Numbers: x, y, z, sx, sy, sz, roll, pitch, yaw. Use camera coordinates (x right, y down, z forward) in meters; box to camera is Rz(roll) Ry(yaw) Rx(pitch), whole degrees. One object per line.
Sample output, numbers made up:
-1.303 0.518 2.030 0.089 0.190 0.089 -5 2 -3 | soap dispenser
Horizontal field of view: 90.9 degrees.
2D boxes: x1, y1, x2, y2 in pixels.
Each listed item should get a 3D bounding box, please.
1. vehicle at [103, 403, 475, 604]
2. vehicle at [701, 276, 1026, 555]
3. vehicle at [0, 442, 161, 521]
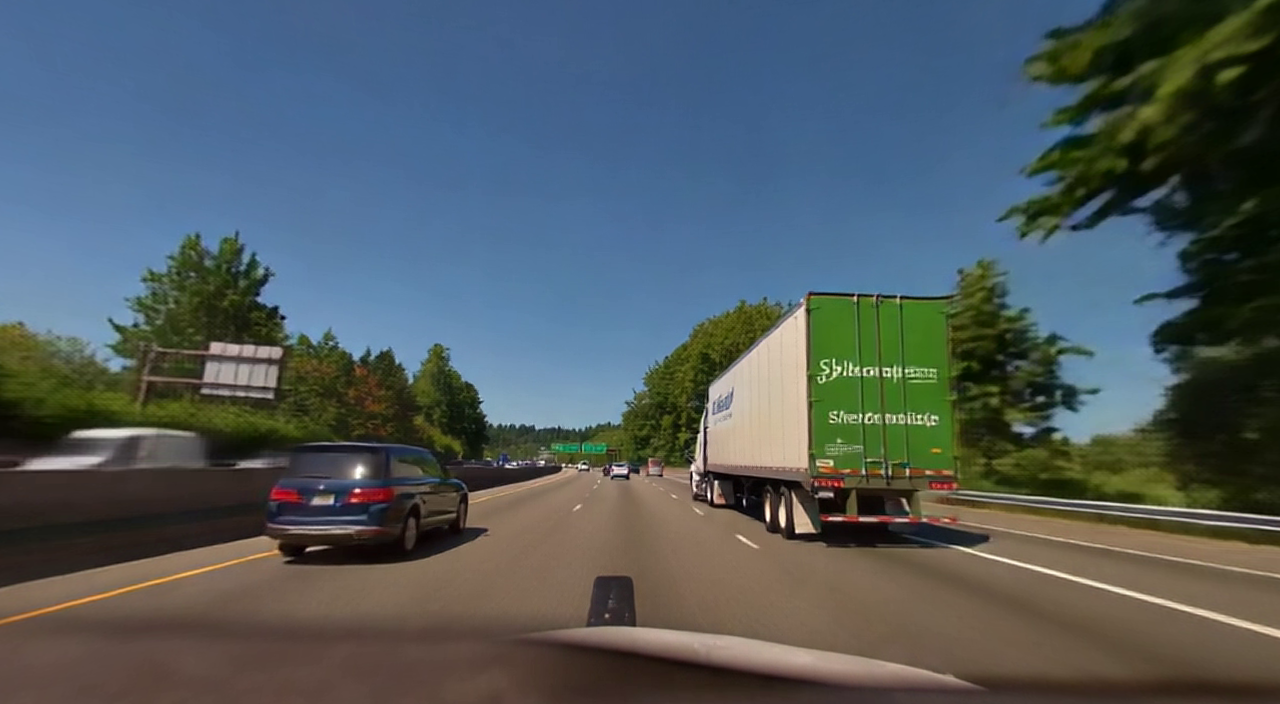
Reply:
-3.775 1.797 8.071 2.070 1.775 4.646 1 -11 -1 | vehicle
4.063 2.185 16.670 2.992 4.300 13.967 1 -11 -2 | vehicle
-13.020 2.763 13.623 1.863 1.466 4.421 1 -11 -1 | vehicle
